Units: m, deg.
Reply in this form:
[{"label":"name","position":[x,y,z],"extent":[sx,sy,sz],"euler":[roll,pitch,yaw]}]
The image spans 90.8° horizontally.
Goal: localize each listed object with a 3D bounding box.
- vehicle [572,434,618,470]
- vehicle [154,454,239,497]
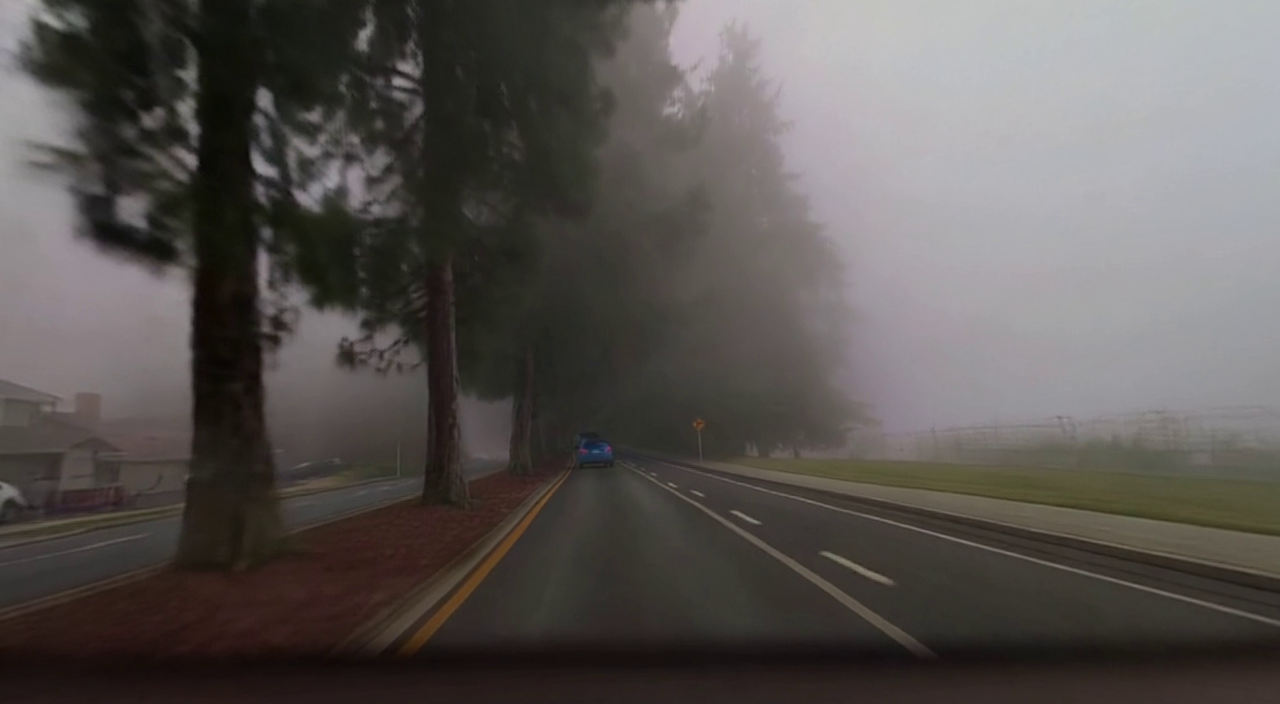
[{"label":"vehicle","position":[-2.394,5.135,32.699],"extent":[2.216,1.708,4.110],"euler":[0,-8,-6]},{"label":"vehicle","position":[-24.405,6.755,35.036],"extent":[2.076,2.085,5.241],"euler":[1,-8,-15]}]
